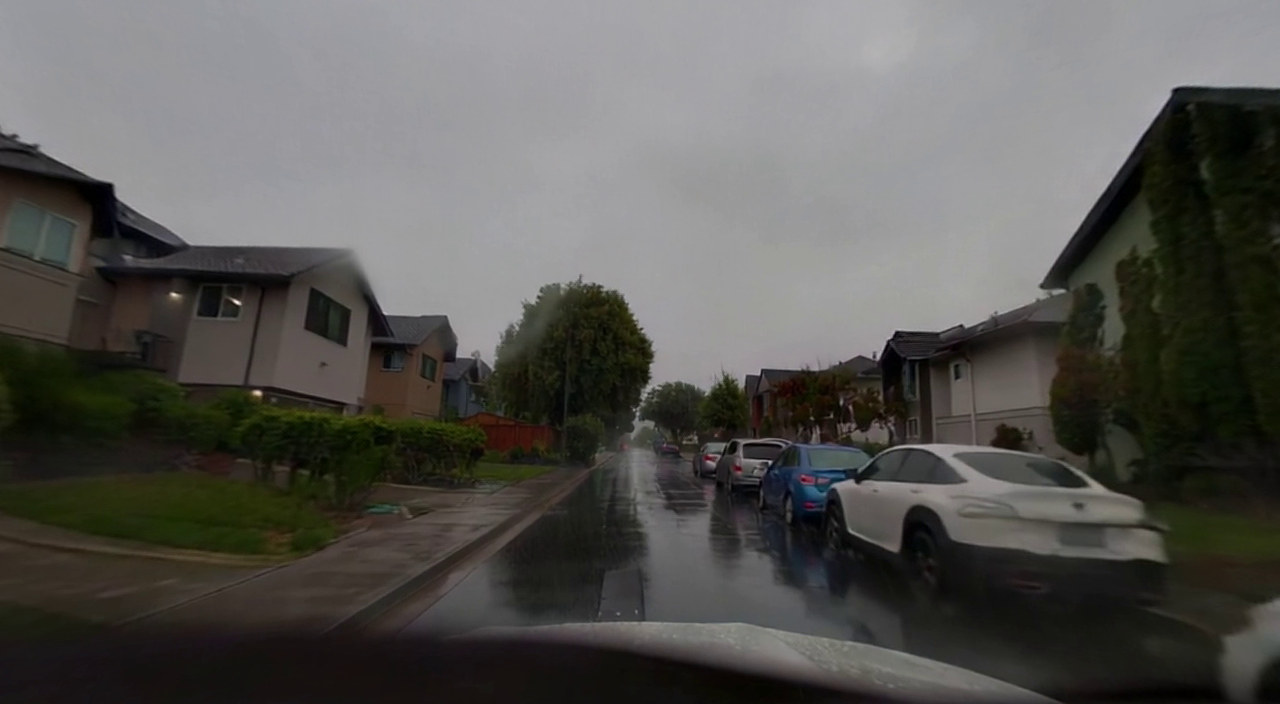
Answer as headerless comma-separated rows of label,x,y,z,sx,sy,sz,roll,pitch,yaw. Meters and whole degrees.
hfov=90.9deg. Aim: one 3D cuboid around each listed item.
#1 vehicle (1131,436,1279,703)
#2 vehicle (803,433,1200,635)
vehicle,3.283,0.867,0.995,1.759,1.464,3.993,0,-8,0
vehicle,3.206,1.619,6.591,2.036,1.510,3.505,0,-8,0
